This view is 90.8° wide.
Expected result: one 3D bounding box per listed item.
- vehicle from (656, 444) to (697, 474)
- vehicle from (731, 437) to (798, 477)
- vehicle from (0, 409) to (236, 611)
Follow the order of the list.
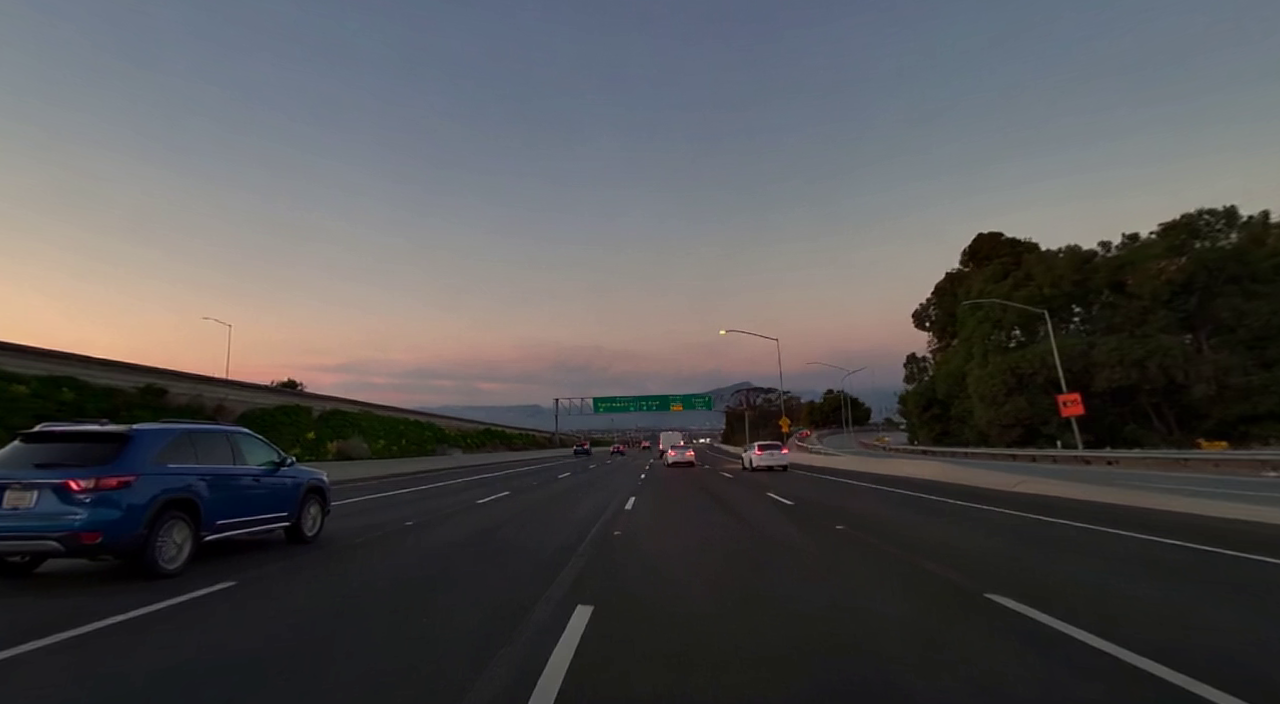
[{"bbox_3d":[1.939,5.942,35.424,2.108,1.509,5.059,0,-8,1],"label":"vehicle"},{"bbox_3d":[5.666,4.844,29.471,2.184,1.712,4.856,0,-8,0],"label":"vehicle"},{"bbox_3d":[-6.254,1.413,5.931,2.000,1.646,4.201,0,-8,2],"label":"vehicle"}]
